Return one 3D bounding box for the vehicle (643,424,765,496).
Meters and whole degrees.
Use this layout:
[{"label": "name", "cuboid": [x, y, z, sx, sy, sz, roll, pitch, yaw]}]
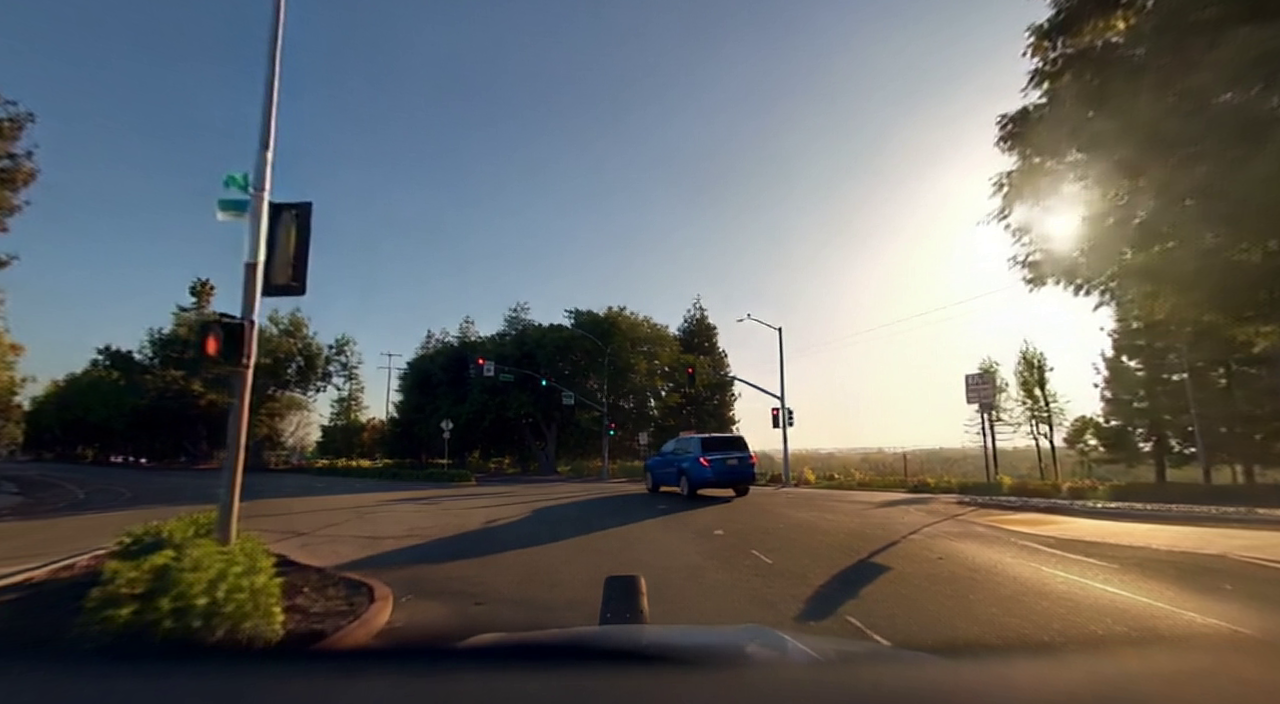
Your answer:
[{"label": "vehicle", "cuboid": [1.629, 3.071, 18.309, 2.284, 1.788, 4.871, 1, -8, -10]}]
